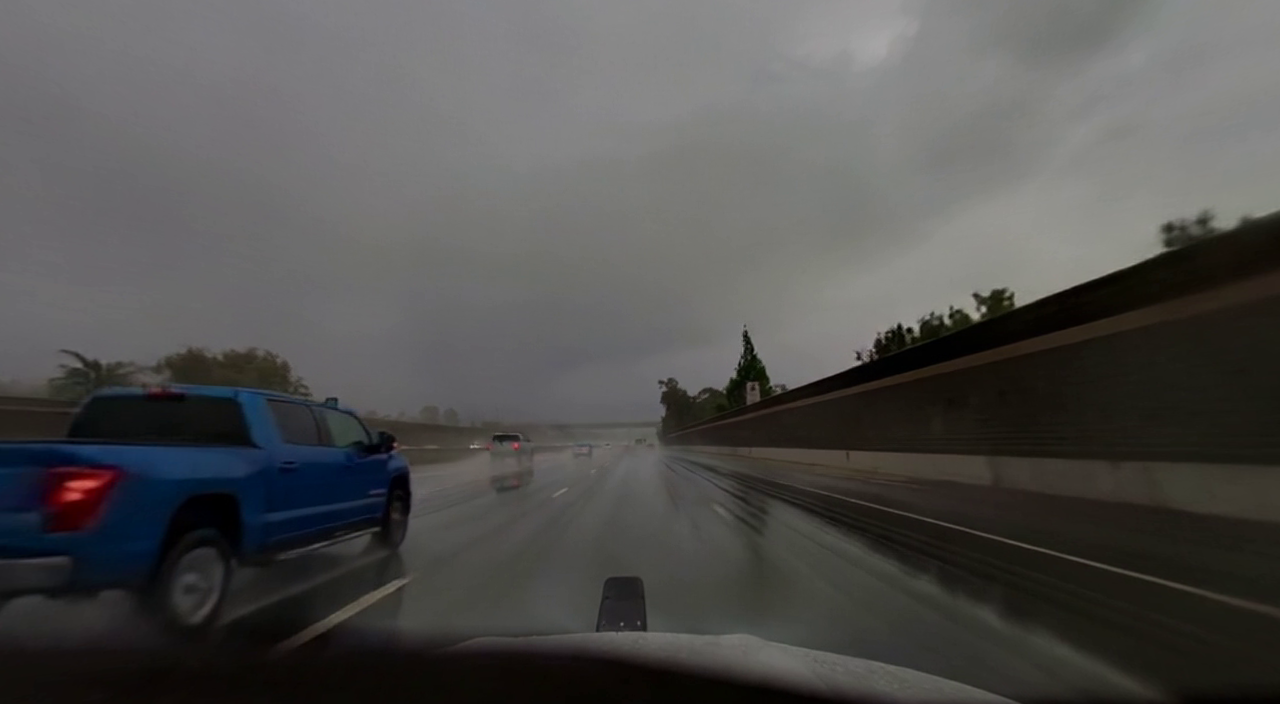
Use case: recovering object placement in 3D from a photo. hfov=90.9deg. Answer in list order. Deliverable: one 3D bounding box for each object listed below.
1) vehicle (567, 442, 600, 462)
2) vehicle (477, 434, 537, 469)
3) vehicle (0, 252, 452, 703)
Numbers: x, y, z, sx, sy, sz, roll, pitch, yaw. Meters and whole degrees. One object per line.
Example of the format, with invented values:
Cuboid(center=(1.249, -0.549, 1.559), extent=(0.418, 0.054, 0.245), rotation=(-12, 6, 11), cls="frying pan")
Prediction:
Cuboid(center=(-4.259, 7.654, 48.260), extent=(2.106, 1.452, 4.525), rotation=(0, -8, 0), cls="vehicle")
Cuboid(center=(-8.011, 6.064, 38.732), extent=(2.351, 1.922, 6.335), rotation=(0, -8, 0), cls="vehicle")
Cuboid(center=(-4.024, 1.096, 5.735), extent=(2.604, 2.170, 6.271), rotation=(0, -8, 1), cls="vehicle")
